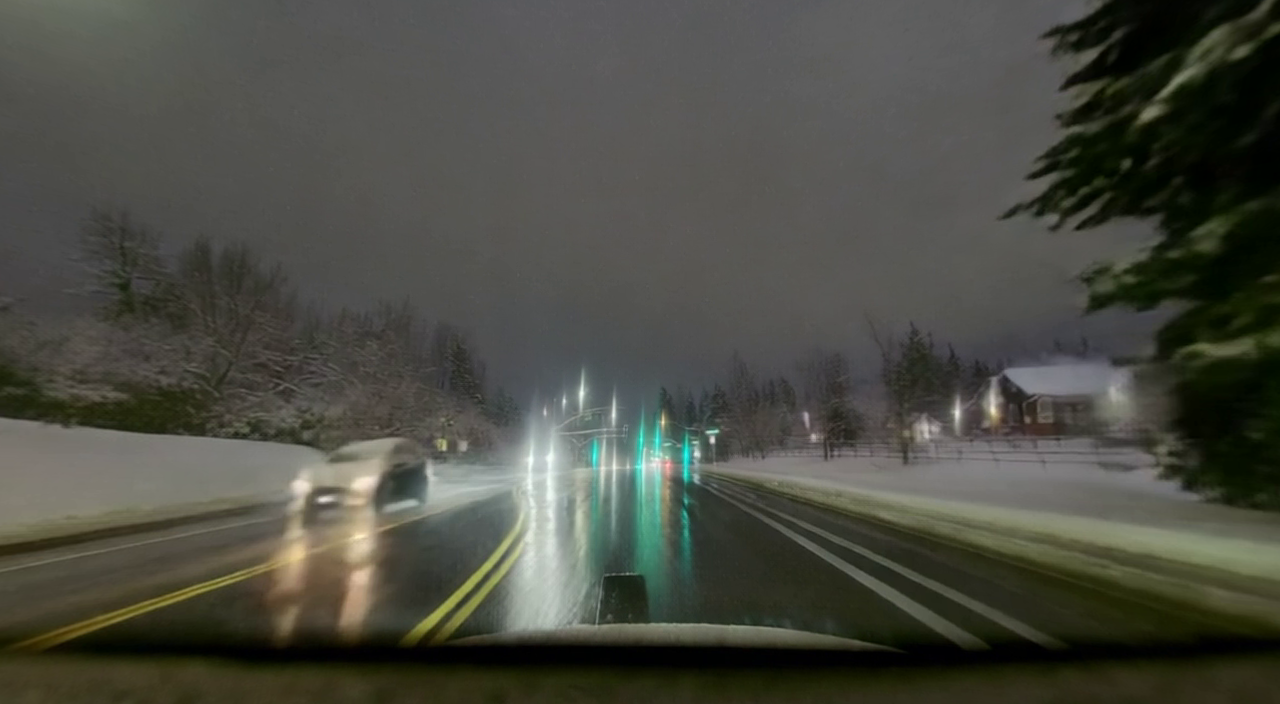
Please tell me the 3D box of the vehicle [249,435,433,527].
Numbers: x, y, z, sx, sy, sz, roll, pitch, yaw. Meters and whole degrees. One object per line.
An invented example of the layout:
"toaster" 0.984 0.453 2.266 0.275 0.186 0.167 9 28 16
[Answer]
"vehicle" -6.203 2.691 13.731 1.972 1.684 4.144 0 -9 -1

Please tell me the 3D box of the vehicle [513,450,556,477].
"vehicle" -6.730 7.151 40.774 2.095 1.603 3.980 0 -9 0
